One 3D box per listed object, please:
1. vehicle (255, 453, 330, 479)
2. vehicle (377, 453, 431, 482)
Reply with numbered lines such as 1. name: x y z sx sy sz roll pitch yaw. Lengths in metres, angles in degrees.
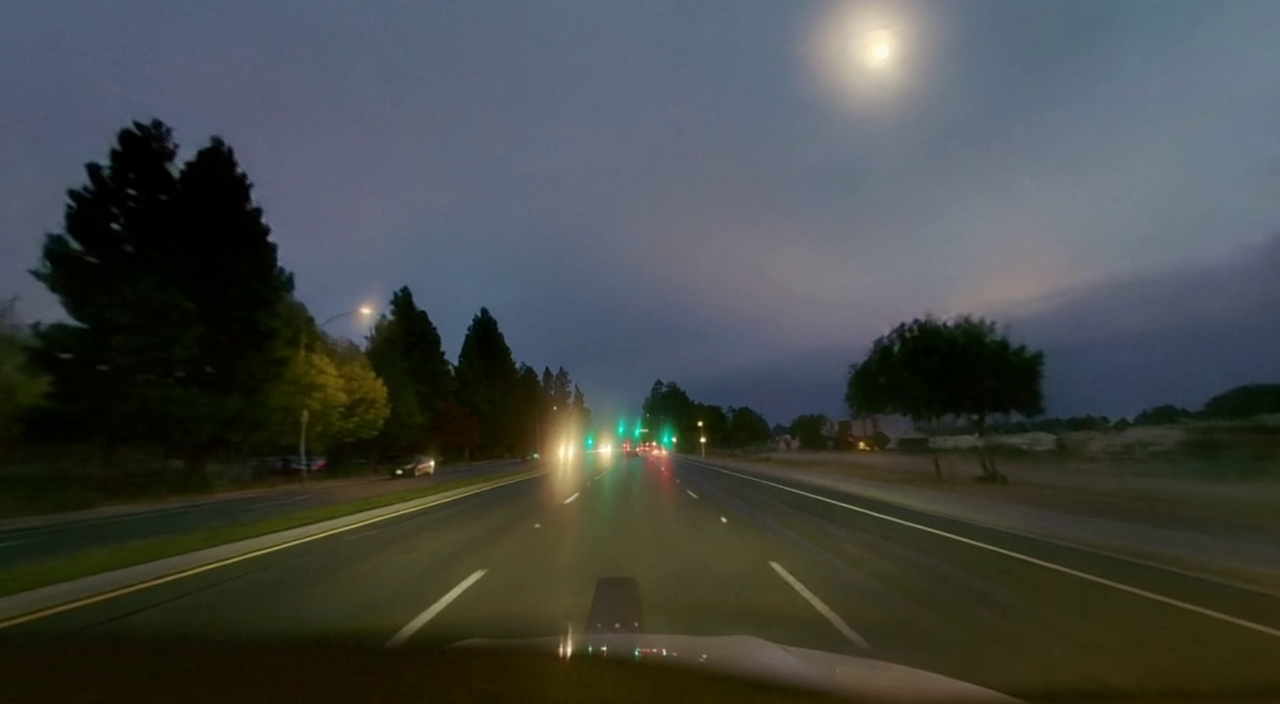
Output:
1. vehicle: -21.509 7.049 39.365 1.916 1.482 4.789 0 -9 1
2. vehicle: -14.745 7.169 39.630 1.896 1.486 4.285 -4 -8 -2
